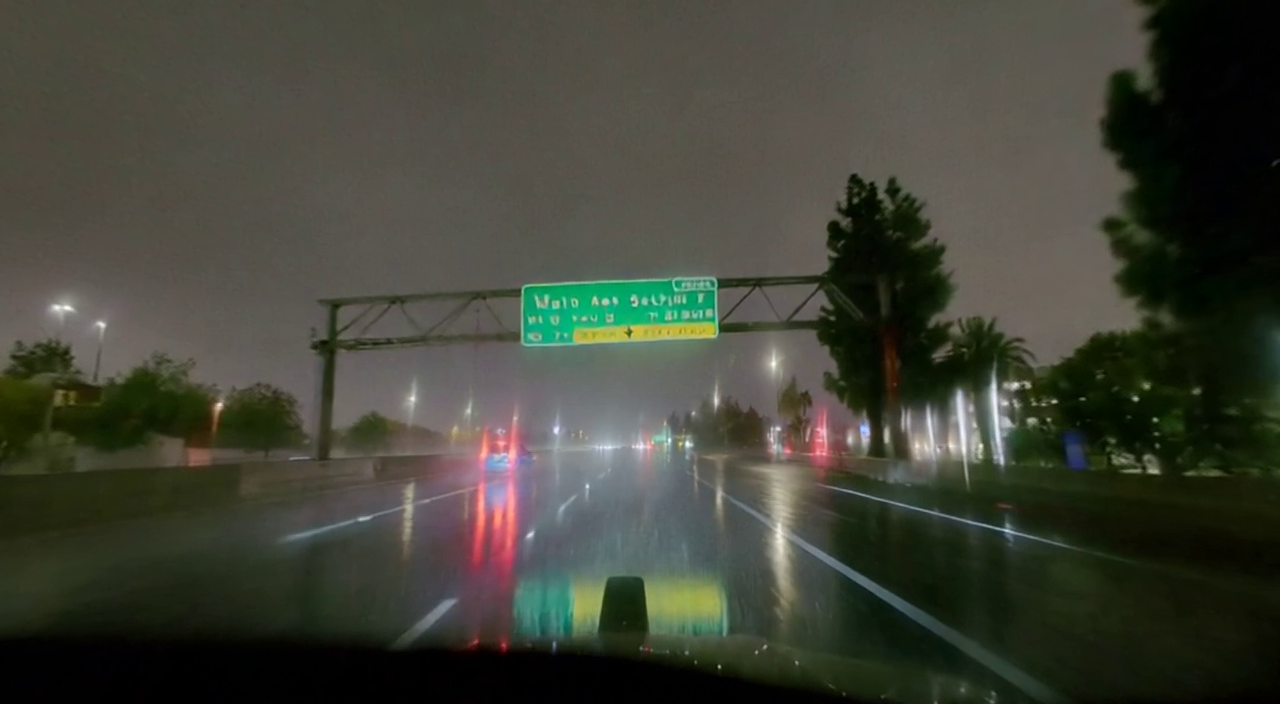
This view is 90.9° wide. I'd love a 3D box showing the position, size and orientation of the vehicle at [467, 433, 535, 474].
[{"bbox_3d":[-6.670,4.939,30.816,2.145,1.793,4.762,0,-8,1],"label":"vehicle"}]
